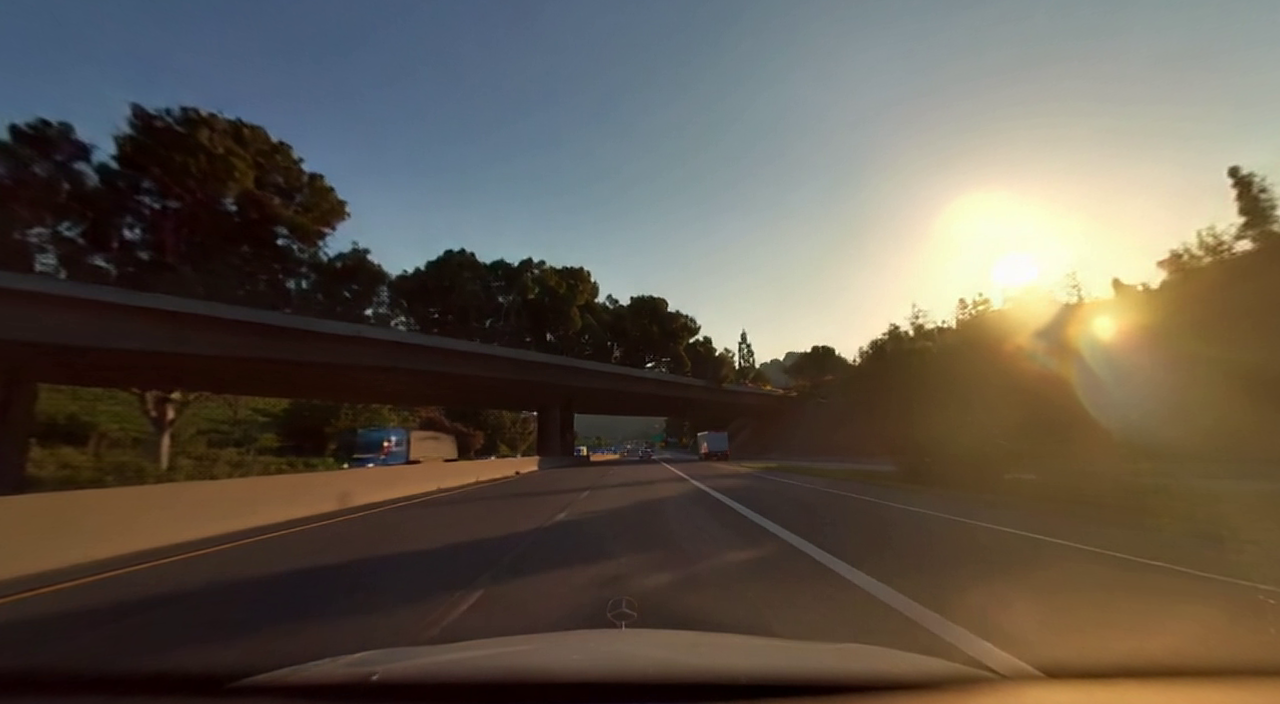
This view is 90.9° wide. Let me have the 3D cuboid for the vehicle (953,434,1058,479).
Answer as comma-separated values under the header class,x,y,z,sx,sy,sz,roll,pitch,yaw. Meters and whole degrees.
class,x,y,z,sx,sy,sz,roll,pitch,yaw
vehicle,16.053,4.618,27.899,2.038,1.823,3.744,1,-9,-7
